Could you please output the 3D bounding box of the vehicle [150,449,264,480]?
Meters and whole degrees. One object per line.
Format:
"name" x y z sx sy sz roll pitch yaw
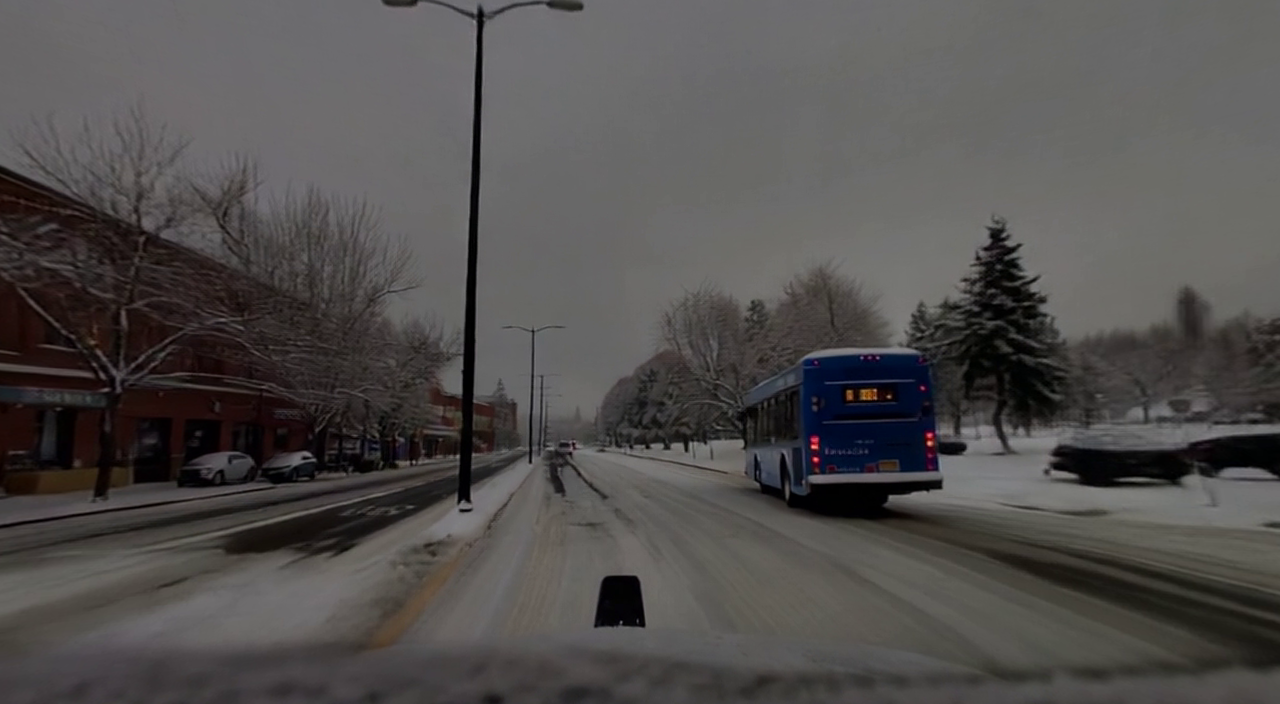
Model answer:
"vehicle" -22.903 5.948 33.648 4.592 1.474 1.880 3 -8 -21

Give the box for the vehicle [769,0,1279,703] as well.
"vehicle" 3.622 0.200 4.063 3.194 3.345 12.428 0 -8 1

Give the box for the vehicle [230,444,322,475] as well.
"vehicle" -22.196 6.543 38.655 4.392 1.800 1.902 0 -8 -3
